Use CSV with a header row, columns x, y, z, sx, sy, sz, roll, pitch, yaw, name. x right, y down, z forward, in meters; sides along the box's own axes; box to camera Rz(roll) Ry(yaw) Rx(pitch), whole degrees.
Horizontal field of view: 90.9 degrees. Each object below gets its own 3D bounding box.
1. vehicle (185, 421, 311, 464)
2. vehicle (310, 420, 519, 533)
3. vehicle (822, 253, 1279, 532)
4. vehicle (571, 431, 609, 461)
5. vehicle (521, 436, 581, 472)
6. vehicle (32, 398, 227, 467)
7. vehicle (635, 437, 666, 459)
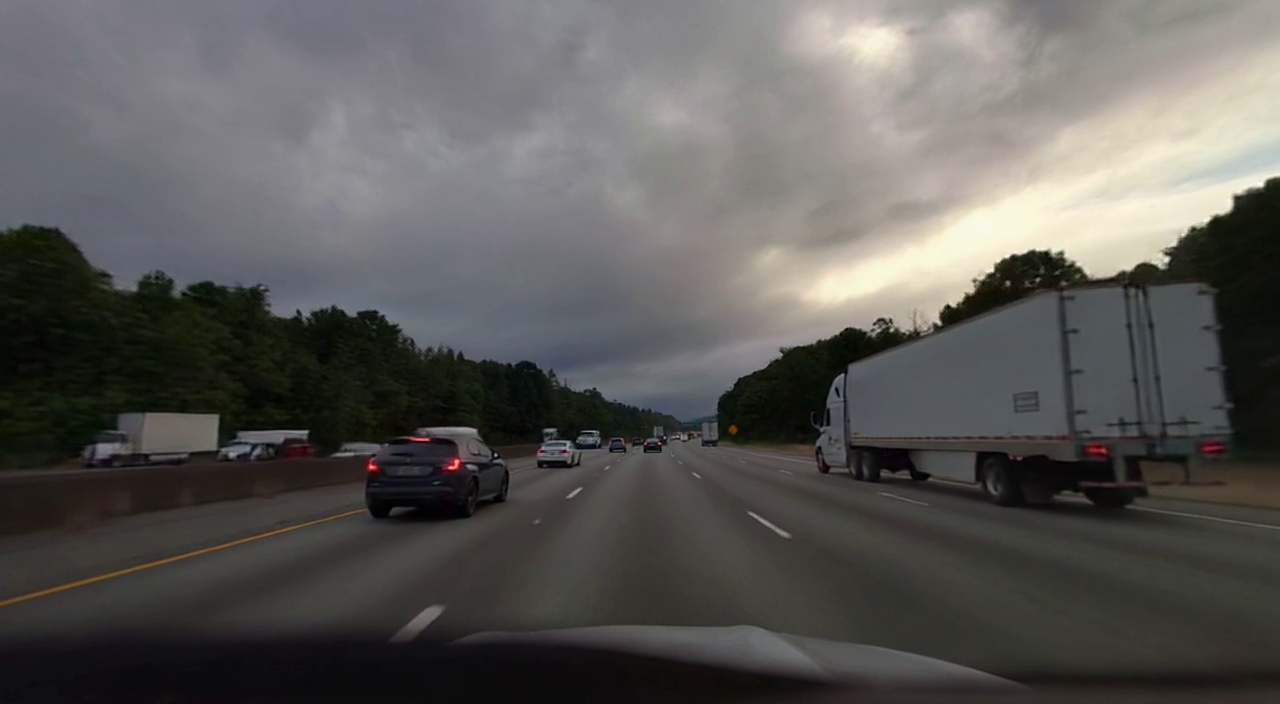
x,y,z,sx,sy,sz,roll,pitch,yaw,name
-27.450,6.389,44.876,2.707,2.733,9.393,0,-8,2,vehicle
-3.648,2.080,11.227,2.137,1.618,4.209,0,-8,0,vehicle
8.275,1.472,16.240,2.866,4.100,14.057,0,-8,-1,vehicle
-3.160,6.027,40.584,2.064,1.826,4.263,0,-8,1,vehicle
-3.871,4.487,28.105,2.013,1.460,4.027,0,-8,1,vehicle
-27.718,4.518,35.124,3.004,3.311,9.145,0,-8,2,vehicle
0.701,6.557,43.224,2.004,1.465,3.842,0,-8,0,vehicle
